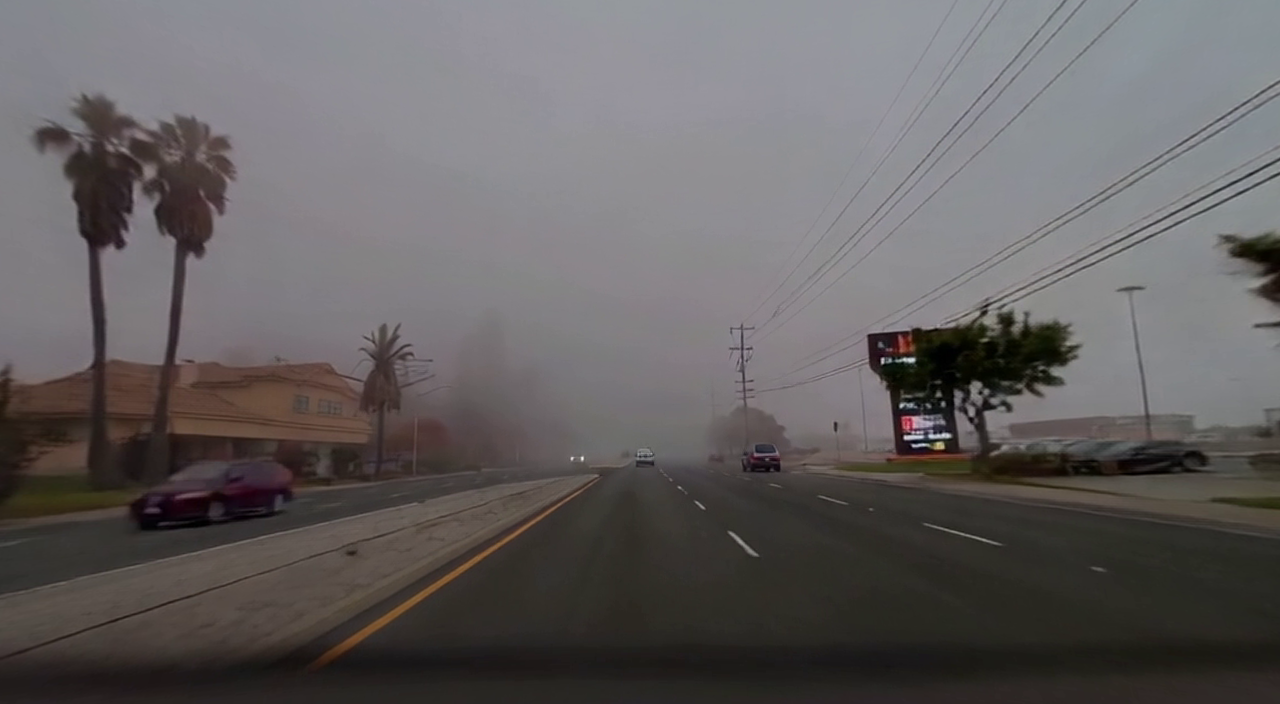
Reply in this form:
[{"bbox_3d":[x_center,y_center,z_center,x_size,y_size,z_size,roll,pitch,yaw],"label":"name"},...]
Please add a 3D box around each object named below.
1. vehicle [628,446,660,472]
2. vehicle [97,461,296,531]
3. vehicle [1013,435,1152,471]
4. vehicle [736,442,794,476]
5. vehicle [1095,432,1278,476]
[{"bbox_3d":[0.282,7.340,43.412,2.138,1.702,4.168,0,-9,1],"label":"vehicle"},{"bbox_3d":[-11.470,3.721,16.821,1.942,1.497,4.582,0,-9,1],"label":"vehicle"},{"bbox_3d":[20.212,4.651,28.951,4.728,1.520,2.107,-1,-9,1],"label":"vehicle"},{"bbox_3d":[6.791,5.873,34.808,2.252,1.718,4.617,0,-9,0],"label":"vehicle"},{"bbox_3d":[19.950,3.740,23.168,4.768,1.512,1.986,0,-9,1],"label":"vehicle"}]
